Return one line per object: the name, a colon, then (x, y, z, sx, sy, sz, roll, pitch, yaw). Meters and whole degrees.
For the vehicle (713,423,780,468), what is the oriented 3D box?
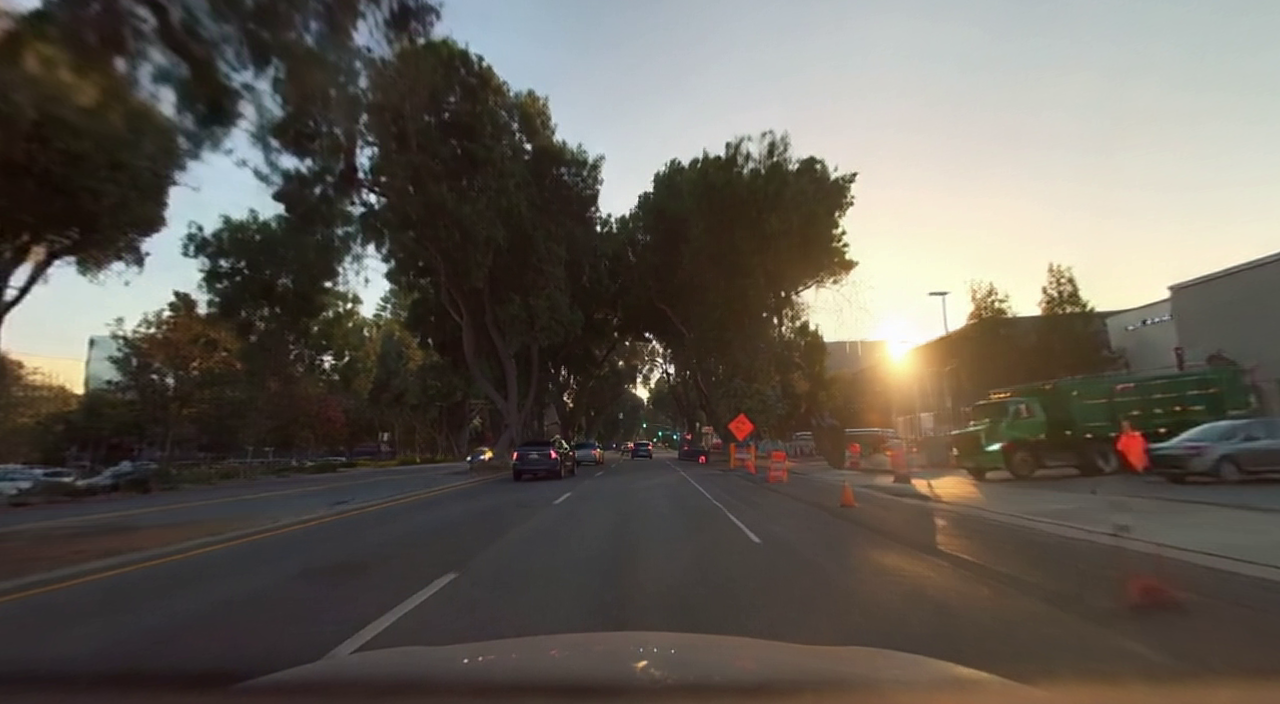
vehicle: (5.711, 5.174, 34.852, 2.653, 2.231, 6.793, 0, -8, 1)

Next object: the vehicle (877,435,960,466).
vehicle: (14.195, 5.056, 32.441, 1.969, 1.457, 4.719, 0, -8, -2)

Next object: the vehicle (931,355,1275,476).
vehicle: (14.917, 2.144, 20.890, 8.949, 3.673, 3.044, 0, -8, -2)

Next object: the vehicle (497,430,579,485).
vehicle: (-3.355, 3.575, 21.702, 2.038, 1.682, 4.399, 0, -8, 1)

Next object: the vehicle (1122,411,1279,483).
vehicle: (15.599, 2.448, 16.268, 1.874, 1.694, 4.535, 7, -11, -37)
